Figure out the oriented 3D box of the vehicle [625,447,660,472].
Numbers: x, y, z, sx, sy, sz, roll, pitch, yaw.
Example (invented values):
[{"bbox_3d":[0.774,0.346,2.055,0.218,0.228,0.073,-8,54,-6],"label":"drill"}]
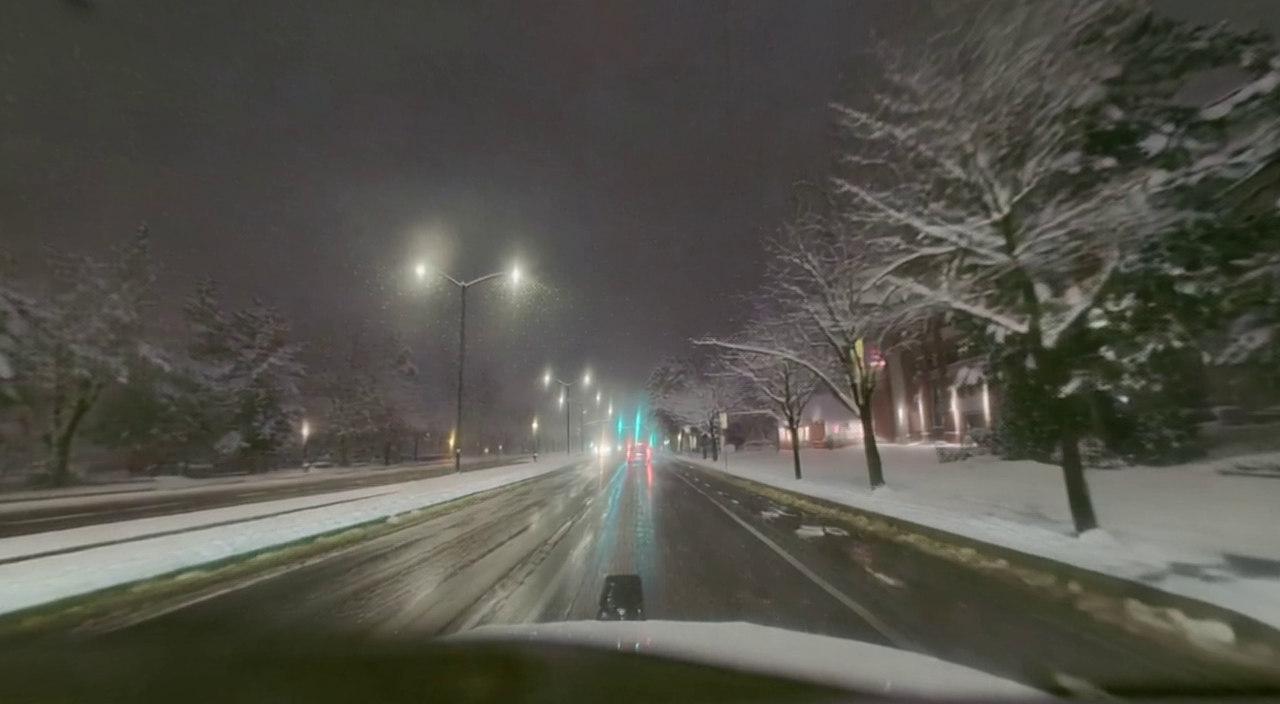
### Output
[{"bbox_3d":[0.128,6.805,40.072,2.115,1.461,3.976,-1,-10,-1],"label":"vehicle"}]
